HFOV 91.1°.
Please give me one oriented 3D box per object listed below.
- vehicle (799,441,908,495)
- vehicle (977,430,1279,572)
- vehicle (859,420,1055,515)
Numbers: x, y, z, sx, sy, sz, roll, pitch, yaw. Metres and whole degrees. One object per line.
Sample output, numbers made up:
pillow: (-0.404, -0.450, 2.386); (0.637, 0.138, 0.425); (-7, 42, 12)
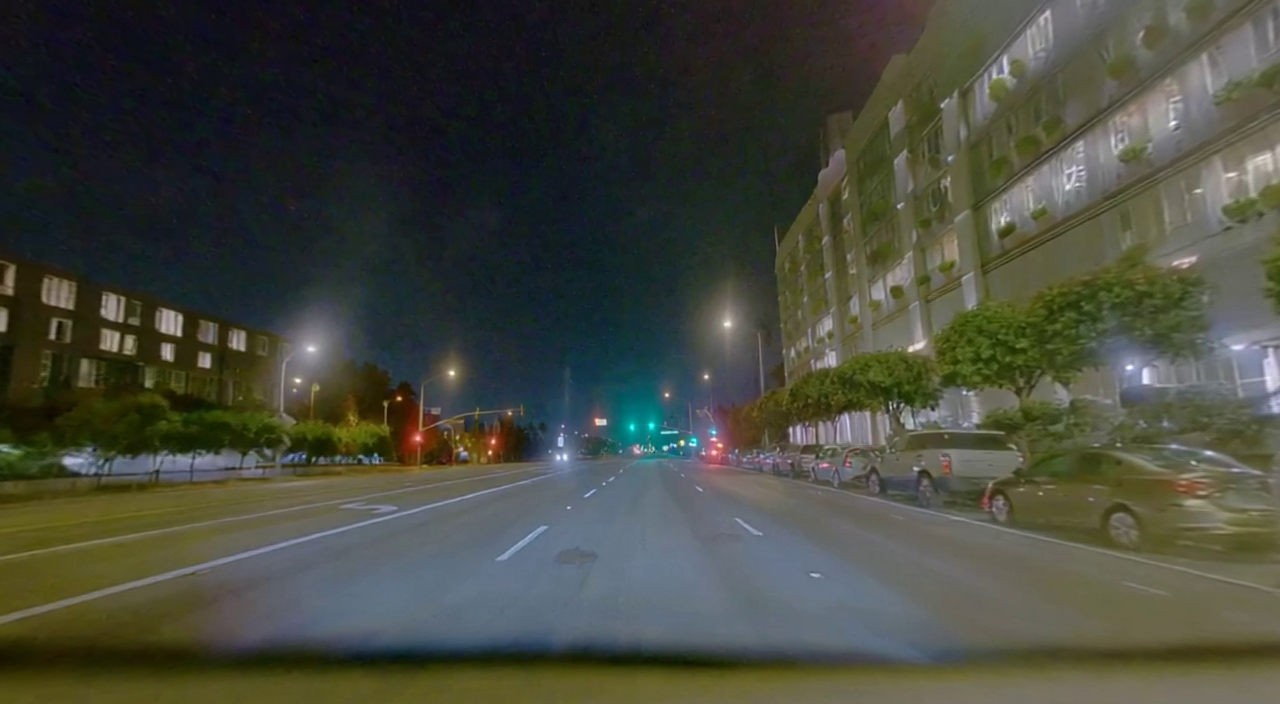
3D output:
vehicle: (6.746, 3.716, 20.488); (2.020, 1.520, 4.876); (0, -9, 3)
vehicle: (6.863, 1.928, 8.956); (1.816, 1.502, 4.363); (0, -9, 2)
vehicle: (6.851, 2.563, 14.347); (1.983, 1.772, 4.833); (0, -9, 1)
